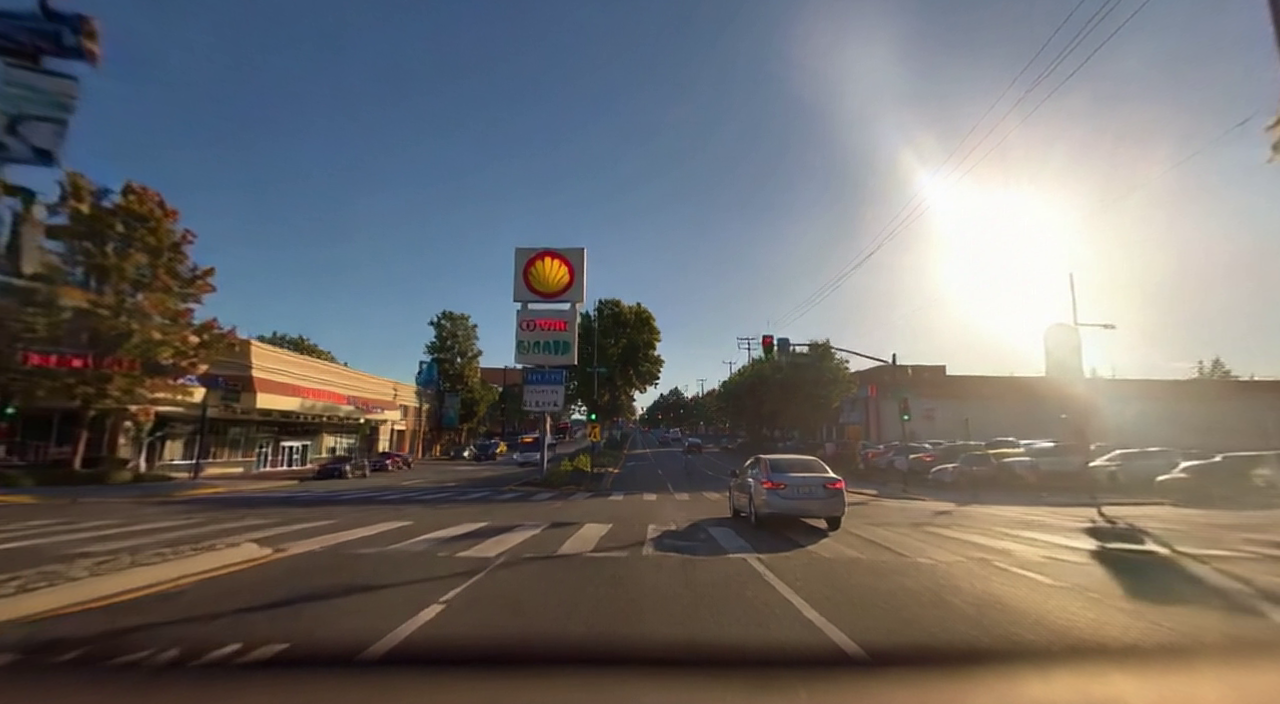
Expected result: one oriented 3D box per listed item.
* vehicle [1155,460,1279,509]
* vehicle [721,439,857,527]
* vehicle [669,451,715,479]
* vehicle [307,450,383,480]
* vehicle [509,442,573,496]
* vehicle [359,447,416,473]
[{"bbox_3d":[21.004,4.488,21.539,4.727,1.514,2.211,0,-8,1],"label":"vehicle"},{"bbox_3d":[3.164,2.854,14.349,1.999,1.679,4.217,0,-8,-1],"label":"vehicle"},{"bbox_3d":[2.930,6.492,36.405,2.282,1.458,4.362,0,-8,0],"label":"vehicle"},{"bbox_3d":[-17.807,6.799,38.334,1.956,1.634,5.000,0,-8,3],"label":"vehicle"},{"bbox_3d":[-3.743,4.615,24.545,2.189,1.836,4.693,0,-12,-6],"label":"vehicle"},{"bbox_3d":[-17.911,7.654,44.897,2.079,1.672,4.333,0,-8,2],"label":"vehicle"}]
